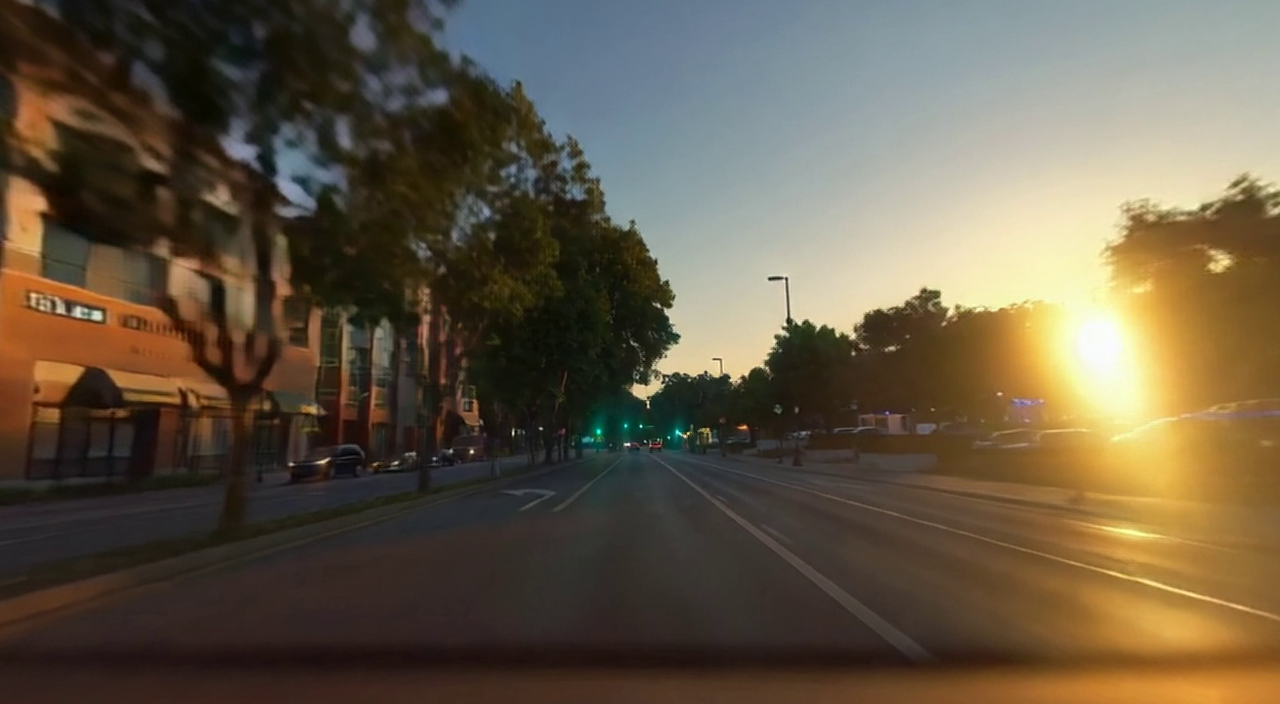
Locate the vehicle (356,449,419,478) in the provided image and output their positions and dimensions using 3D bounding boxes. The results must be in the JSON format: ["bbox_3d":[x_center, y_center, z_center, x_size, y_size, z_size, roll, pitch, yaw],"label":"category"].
[{"bbox_3d":[-15.436,6.791,38.902,1.892,1.624,4.645,0,-8,0],"label":"vehicle"}]

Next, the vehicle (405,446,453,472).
[{"bbox_3d":[-15.370,7.784,46.260,1.989,1.747,5.019,-1,-8,-3],"label":"vehicle"}]

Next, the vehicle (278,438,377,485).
[{"bbox_3d":[-15.524,5.478,31.773,2.246,2.081,5.416,-2,-9,-1],"label":"vehicle"}]
